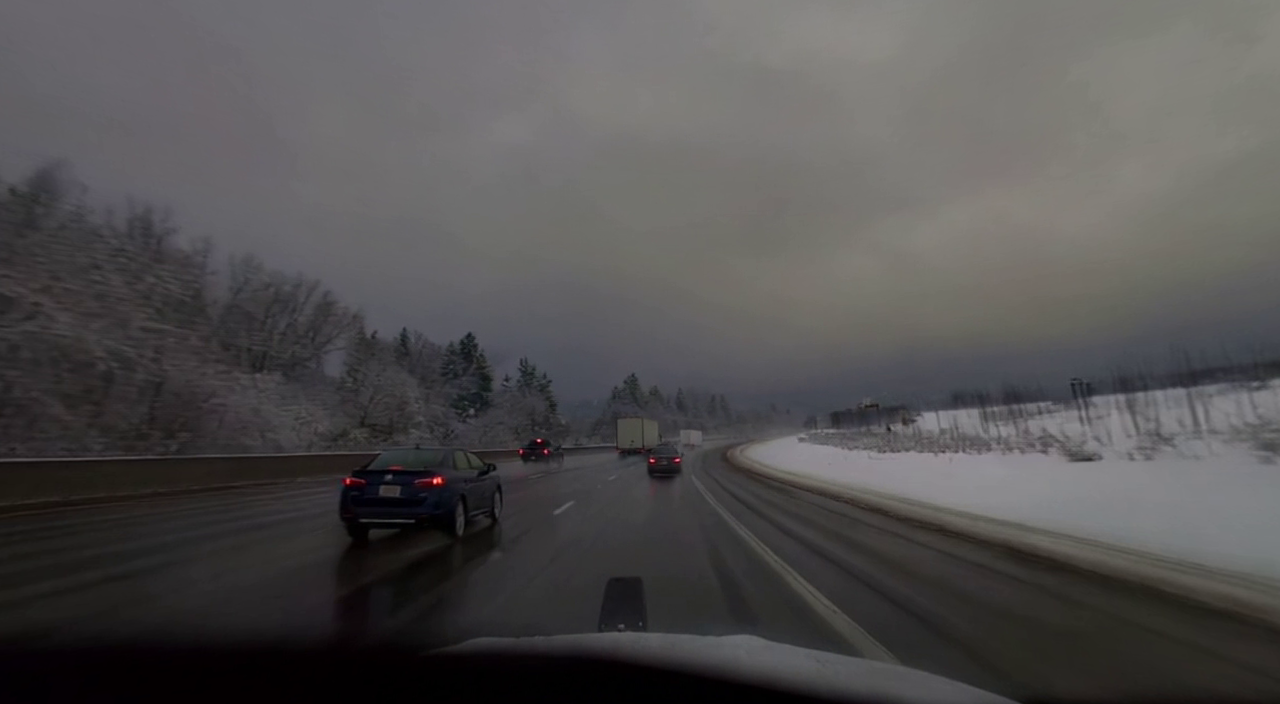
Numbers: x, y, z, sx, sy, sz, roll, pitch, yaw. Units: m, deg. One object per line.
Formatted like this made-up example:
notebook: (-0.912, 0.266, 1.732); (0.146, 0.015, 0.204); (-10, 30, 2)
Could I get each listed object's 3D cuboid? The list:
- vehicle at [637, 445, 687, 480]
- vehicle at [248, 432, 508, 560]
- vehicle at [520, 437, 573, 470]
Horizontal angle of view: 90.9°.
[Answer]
vehicle: (0.968, 4.681, 26.865); (1.984, 1.365, 3.767); (0, -9, 3)
vehicle: (-3.571, 2.043, 9.765); (1.916, 1.486, 4.631); (0, -9, 2)
vehicle: (-5.614, 6.203, 38.627); (2.142, 1.833, 4.854); (-1, -9, 5)
